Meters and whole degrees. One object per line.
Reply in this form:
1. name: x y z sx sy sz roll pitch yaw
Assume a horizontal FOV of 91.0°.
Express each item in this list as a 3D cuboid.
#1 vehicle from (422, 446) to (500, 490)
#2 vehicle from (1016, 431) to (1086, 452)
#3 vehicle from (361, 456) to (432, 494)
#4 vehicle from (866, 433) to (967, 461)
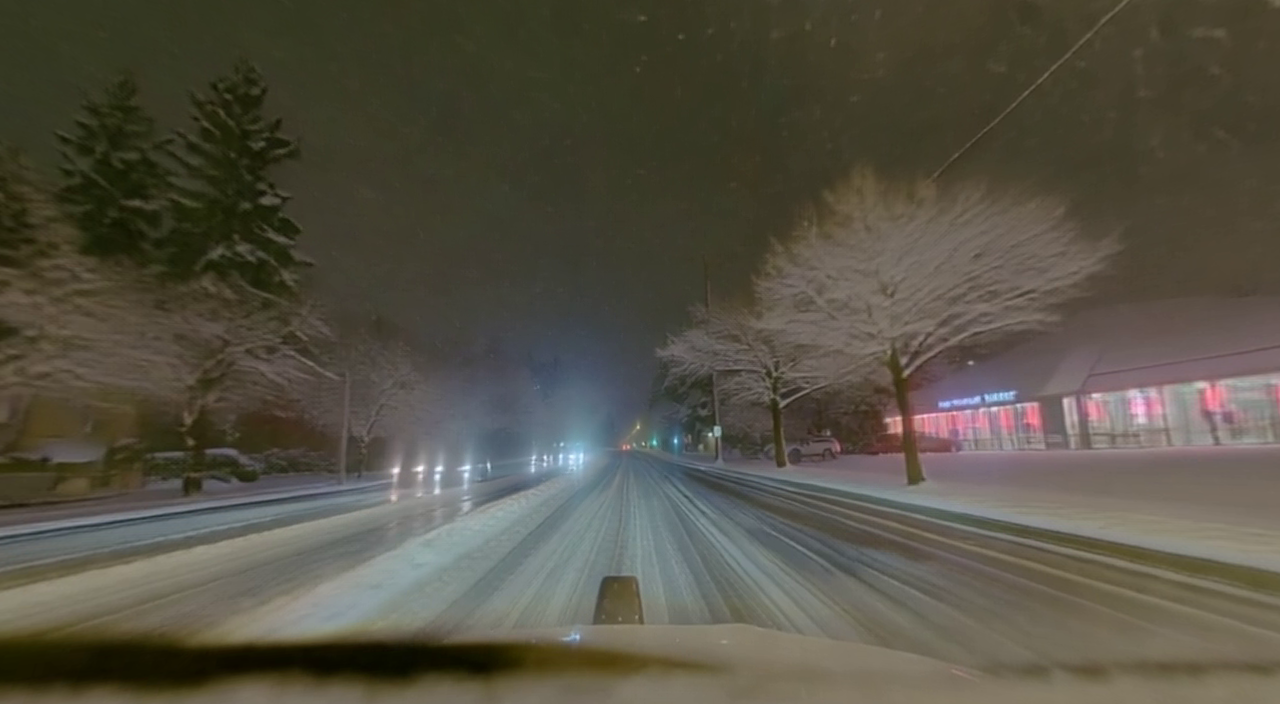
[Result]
1. vehicle: -7.852 5.091 28.111 2.129 1.649 4.647 -3 -9 0
2. vehicle: 29.592 6.486 45.506 1.749 1.436 4.792 0 -9 0
3. vehicle: -10.877 5.496 28.335 1.688 1.419 3.783 -4 -9 0
4. vehicle: 16.220 5.590 37.113 4.947 1.587 2.133 0 -9 -3
